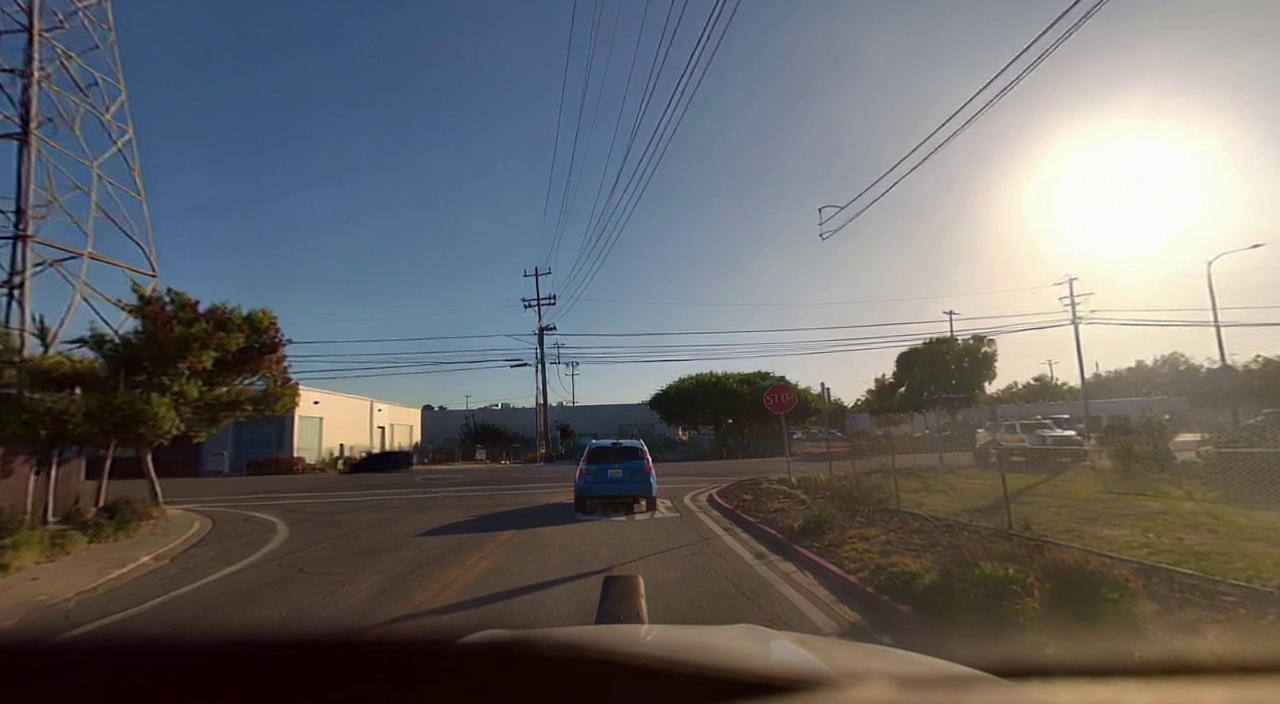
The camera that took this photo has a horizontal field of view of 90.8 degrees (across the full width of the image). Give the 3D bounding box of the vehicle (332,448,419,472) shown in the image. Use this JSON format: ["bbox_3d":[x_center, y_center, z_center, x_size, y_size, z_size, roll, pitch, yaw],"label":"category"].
[{"bbox_3d":[-17.056,7.001,40.987,4.840,1.478,1.794,1,-8,-8],"label":"vehicle"}]

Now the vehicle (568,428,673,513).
[{"bbox_3d":[-0.529,2.730,15.047,2.137,1.698,4.166,0,-8,-4],"label":"vehicle"}]
